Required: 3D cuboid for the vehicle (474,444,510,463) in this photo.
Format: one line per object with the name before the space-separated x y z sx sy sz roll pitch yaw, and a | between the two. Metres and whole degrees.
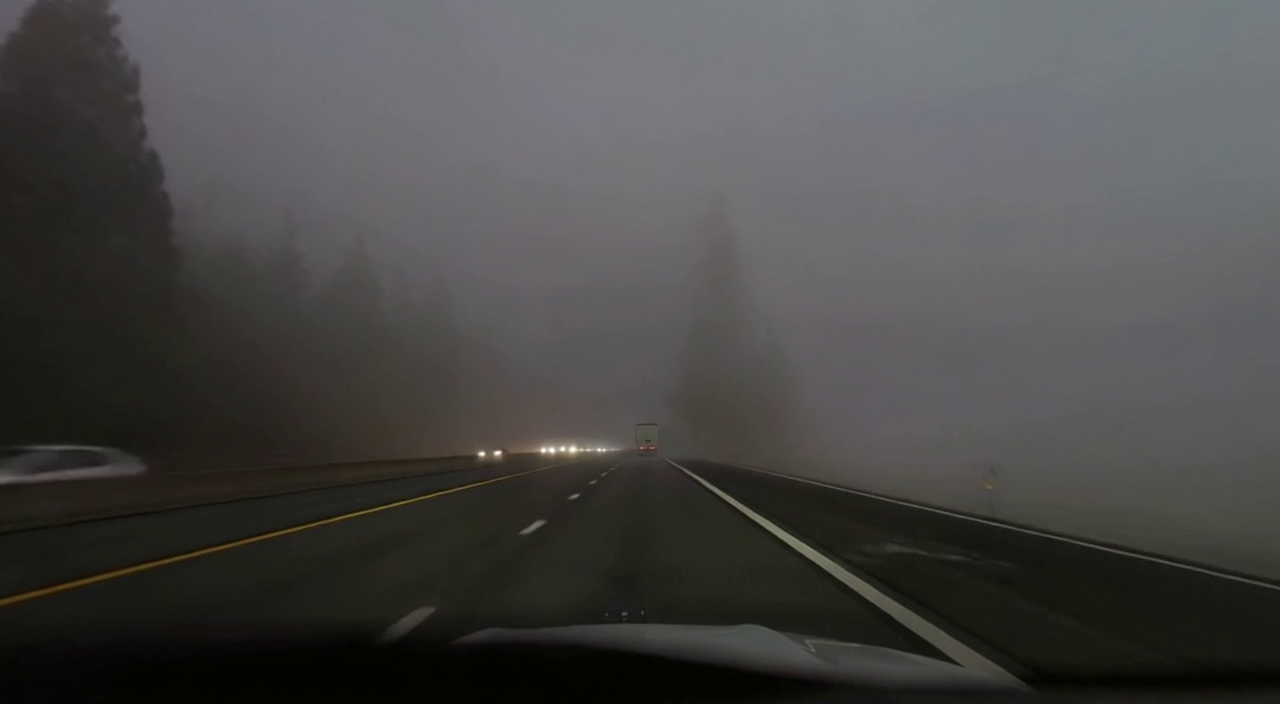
vehicle | -11.459 7.887 48.992 1.761 1.451 3.782 0 -9 1
